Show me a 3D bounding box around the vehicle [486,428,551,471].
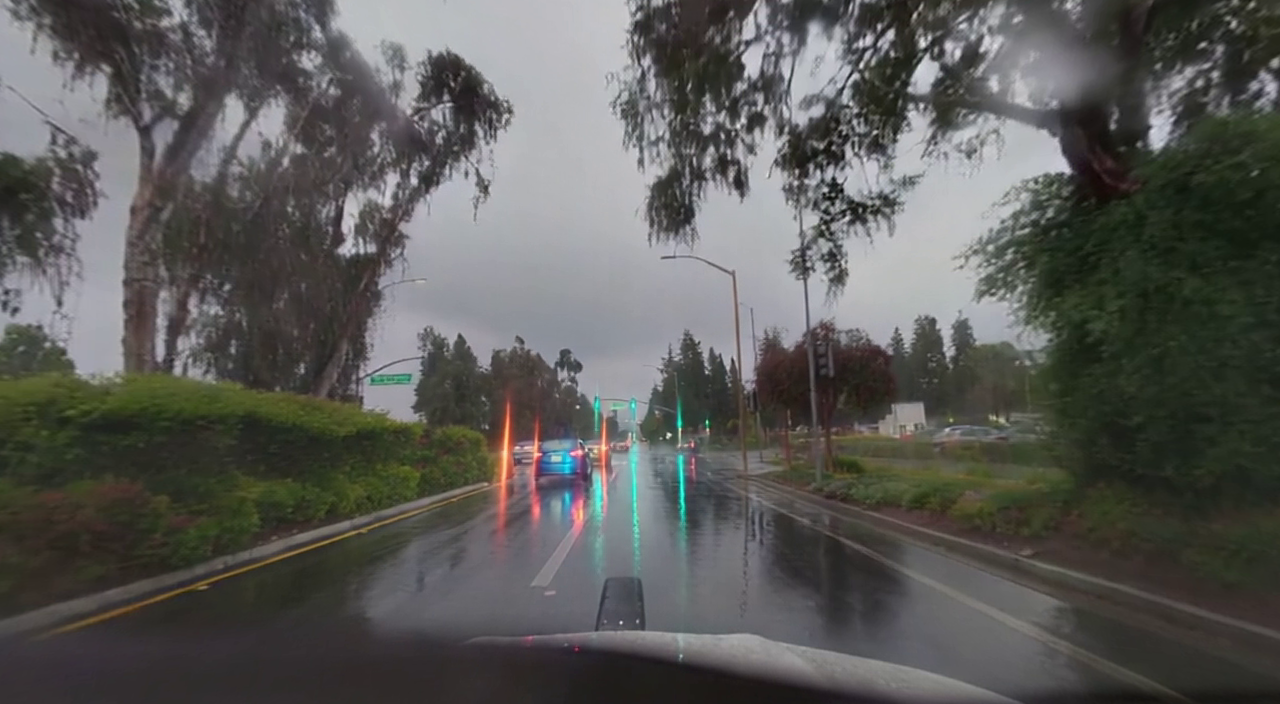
[{"bbox_3d":[-6.161,5.064,32.781,2.390,2.020,5.085,0,-9,0],"label":"vehicle"}]

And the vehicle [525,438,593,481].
[{"bbox_3d":[-2.975,4.049,23.981,1.979,1.492,3.930,0,-9,1],"label":"vehicle"}]

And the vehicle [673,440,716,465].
[{"bbox_3d":[3.388,6.139,38.638,1.945,1.410,4.284,-2,-9,14],"label":"vehicle"}]
